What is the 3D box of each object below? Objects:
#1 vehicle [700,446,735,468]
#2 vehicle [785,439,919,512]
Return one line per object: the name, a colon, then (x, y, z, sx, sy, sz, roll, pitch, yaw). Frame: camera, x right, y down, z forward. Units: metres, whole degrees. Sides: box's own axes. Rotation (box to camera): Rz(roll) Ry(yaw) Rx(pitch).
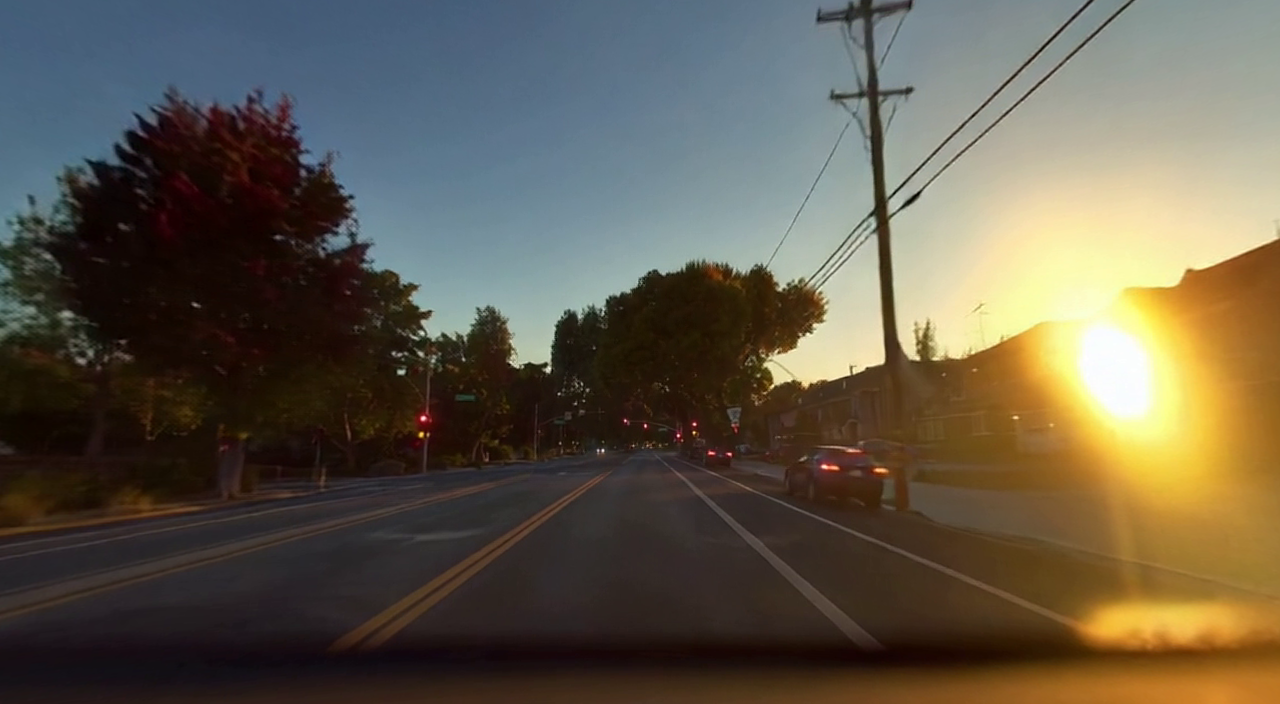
vehicle: (5.428, 7.397, 44.713, 2.032, 1.478, 5.040, 0, -8, 2)
vehicle: (5.089, 2.987, 15.794, 1.955, 1.549, 4.129, 0, -8, 1)
